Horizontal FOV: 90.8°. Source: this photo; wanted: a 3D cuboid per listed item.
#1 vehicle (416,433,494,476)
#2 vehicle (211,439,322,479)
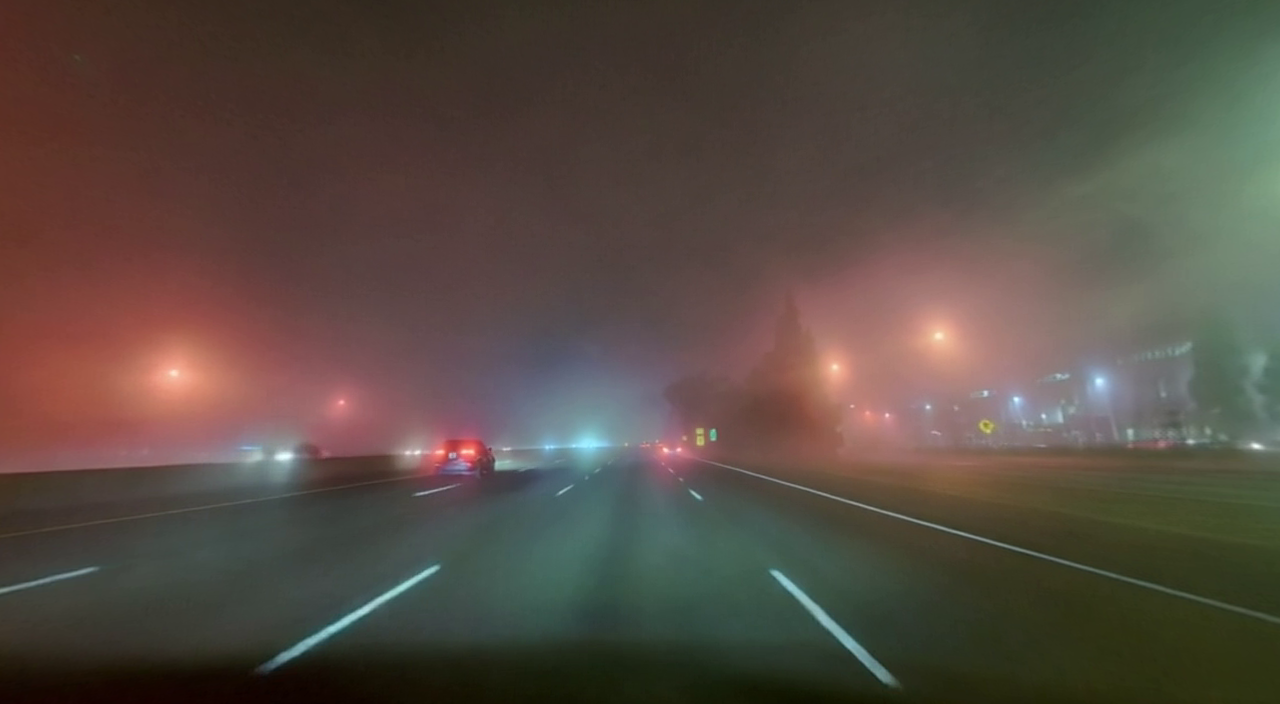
[{"bbox_3d":[-7.944,4.435,27.593,2.089,1.724,4.327,0,-8,0],"label":"vehicle"},{"bbox_3d":[-17.858,5.095,30.587,2.080,1.716,5.312,0,-8,0],"label":"vehicle"}]
